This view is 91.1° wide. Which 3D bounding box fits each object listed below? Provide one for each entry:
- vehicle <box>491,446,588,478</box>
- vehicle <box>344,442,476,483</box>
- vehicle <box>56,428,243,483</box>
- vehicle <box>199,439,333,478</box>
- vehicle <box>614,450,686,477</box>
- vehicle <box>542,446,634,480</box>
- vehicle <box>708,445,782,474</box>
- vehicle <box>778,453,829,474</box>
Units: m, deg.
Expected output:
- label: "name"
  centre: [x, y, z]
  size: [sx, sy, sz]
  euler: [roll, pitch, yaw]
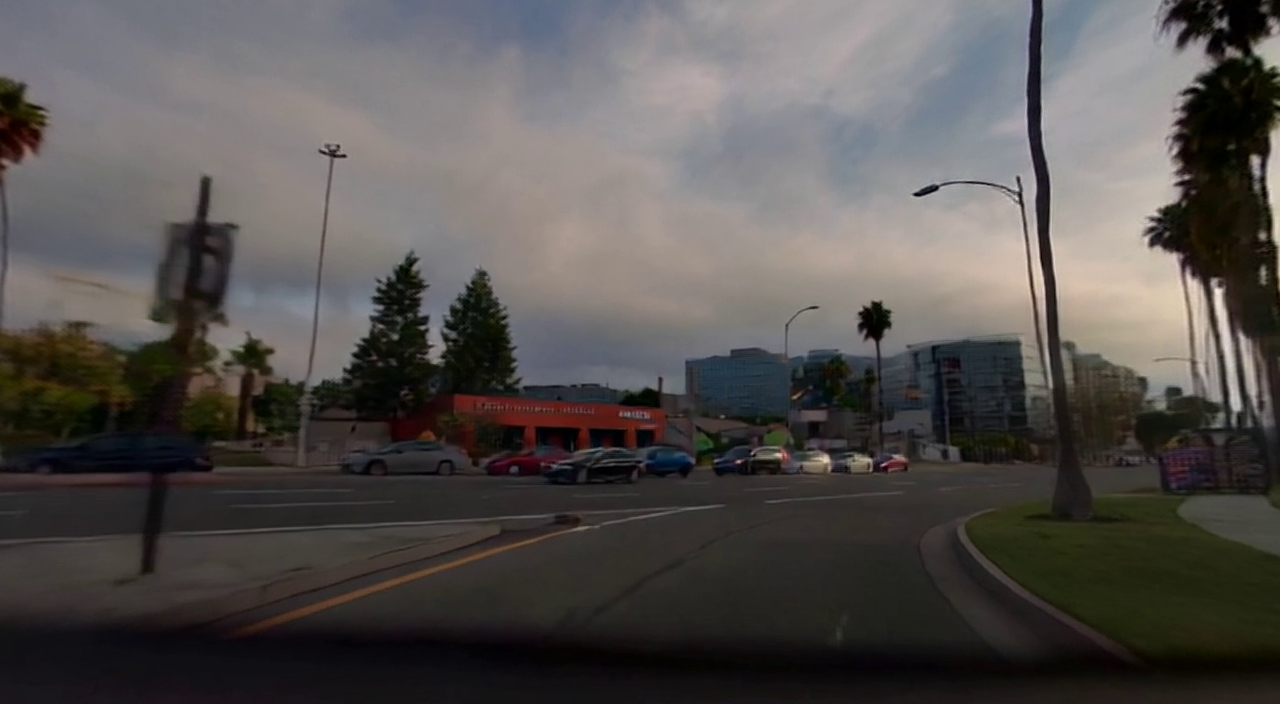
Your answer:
- label: "vehicle"
  centre: [-5.158, 5.725, 32.694]
  size: [4.774, 1.493, 1.854]
  euler: [10, -12, -44]
- label: "vehicle"
  centre: [-10.010, 4.832, 27.635]
  size: [5.112, 1.593, 1.865]
  euler: [8, -13, -43]
- label: "vehicle"
  centre: [-16.575, 3.488, 21.408]
  size: [4.713, 1.664, 1.909]
  euler: [7, -13, -44]
- label: "vehicle"
  centre: [-19.576, 5.596, 33.085]
  size: [5.616, 1.839, 2.071]
  euler: [9, -13, -44]
- label: "vehicle"
  centre: [0.627, 6.776, 38.281]
  size: [4.291, 1.474, 1.857]
  euler: [8, -15, -44]
- label: "vehicle"
  centre: [-2.527, 5.467, 31.149]
  size: [4.356, 1.543, 1.844]
  euler: [9, -13, -44]
- label: "vehicle"
  centre: [7.611, 7.744, 45.102]
  size: [5.617, 1.904, 2.184]
  euler: [9, -15, -43]
- label: "vehicle"
  centre: [13.010, 8.795, 49.733]
  size: [4.306, 1.535, 1.813]
  euler: [9, -12, -43]
